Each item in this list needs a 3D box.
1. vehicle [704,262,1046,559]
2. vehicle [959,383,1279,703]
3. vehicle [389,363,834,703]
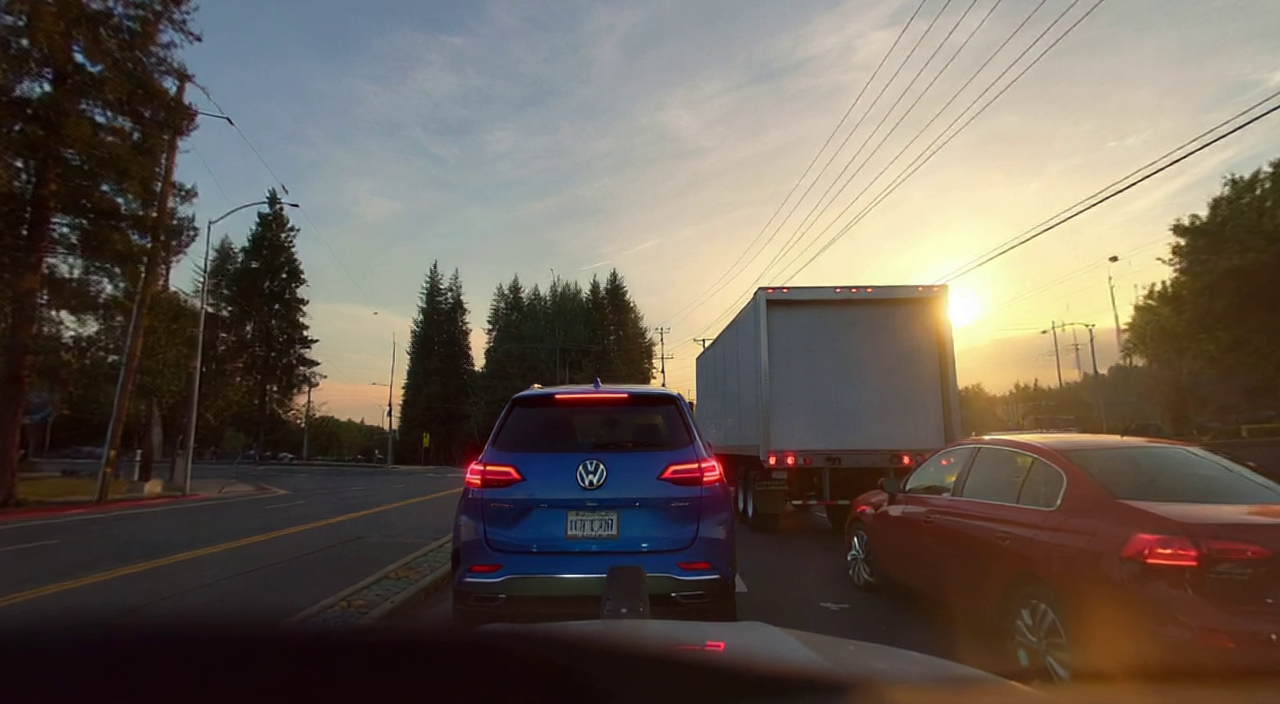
[{"bbox_3d":[3.215,1.279,11.967,2.915,3.559,8.848,0,-8,-1],"label":"vehicle"},{"bbox_3d":[2.826,0.745,1.197,1.971,1.484,4.728,0,-8,0],"label":"vehicle"},{"bbox_3d":[-0.138,1.225,5.198,2.114,1.732,4.230,0,-8,0],"label":"vehicle"}]
